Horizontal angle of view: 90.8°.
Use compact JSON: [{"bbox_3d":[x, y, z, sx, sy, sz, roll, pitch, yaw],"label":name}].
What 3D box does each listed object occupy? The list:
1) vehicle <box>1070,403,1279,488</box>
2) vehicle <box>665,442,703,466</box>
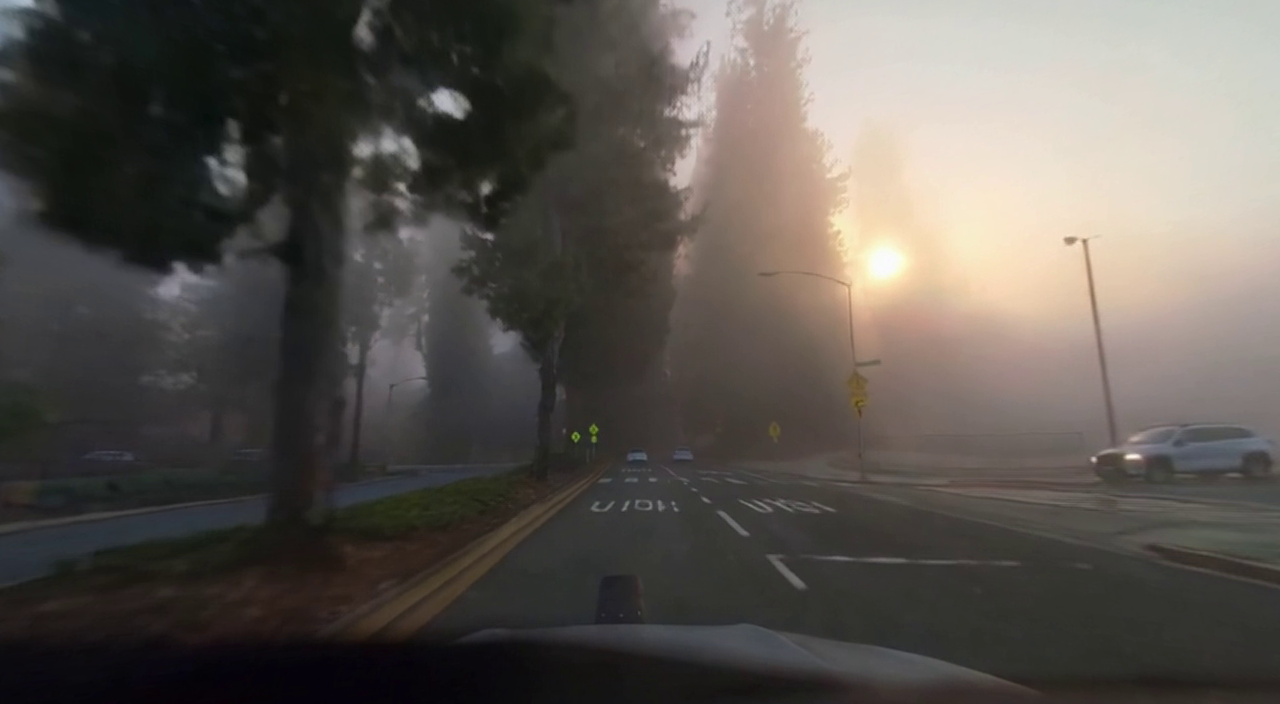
[{"bbox_3d":[18.185,3.117,21.403,5.378,2.566,2.402,-1,-6,-2],"label":"vehicle"},{"bbox_3d":[2.931,6.928,43.033,2.142,1.501,4.273,0,-8,-1],"label":"vehicle"}]
